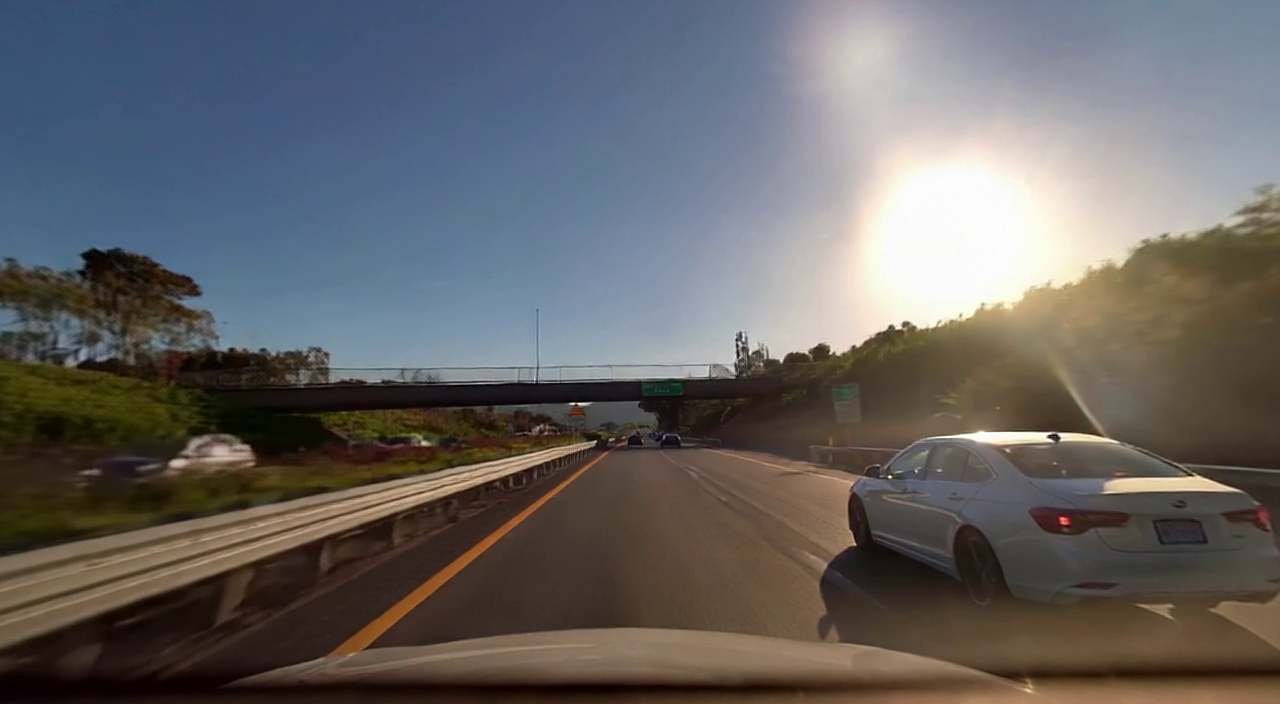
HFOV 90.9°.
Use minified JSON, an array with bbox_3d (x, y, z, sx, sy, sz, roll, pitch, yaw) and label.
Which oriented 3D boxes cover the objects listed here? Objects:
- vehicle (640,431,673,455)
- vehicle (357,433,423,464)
[{"bbox_3d":[1.069,6.105,42.432,1.981,1.490,3.449,0,-8,-3],"label":"vehicle"},{"bbox_3d":[-13.187,5.104,33.510,1.899,1.531,4.005,0,-8,-1],"label":"vehicle"}]
